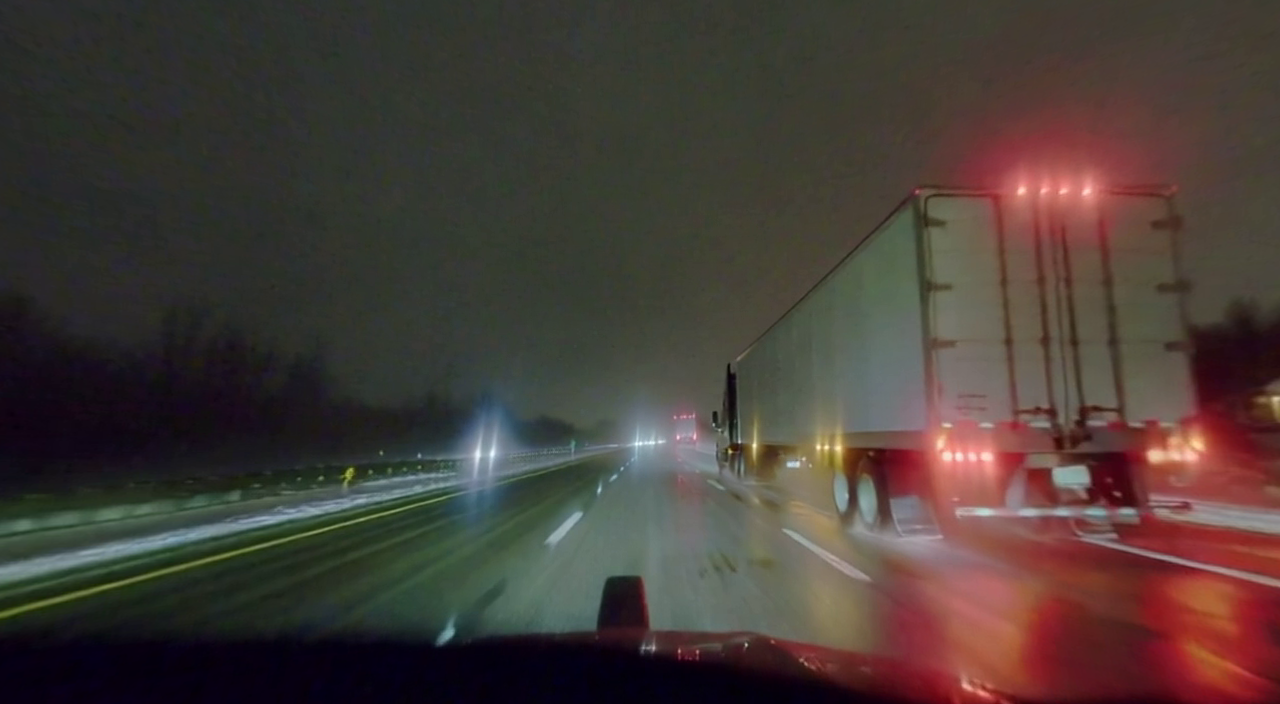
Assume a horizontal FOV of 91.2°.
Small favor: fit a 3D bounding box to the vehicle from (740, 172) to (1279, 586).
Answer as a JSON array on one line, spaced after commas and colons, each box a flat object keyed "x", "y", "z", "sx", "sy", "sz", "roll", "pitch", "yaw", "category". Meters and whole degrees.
[{"x": 4.879, "y": 1.240, "z": 13.181, "sx": 3.485, "sy": 3.975, "sz": 14.489, "roll": 0, "pitch": -8, "yaw": 1, "category": "vehicle"}]
